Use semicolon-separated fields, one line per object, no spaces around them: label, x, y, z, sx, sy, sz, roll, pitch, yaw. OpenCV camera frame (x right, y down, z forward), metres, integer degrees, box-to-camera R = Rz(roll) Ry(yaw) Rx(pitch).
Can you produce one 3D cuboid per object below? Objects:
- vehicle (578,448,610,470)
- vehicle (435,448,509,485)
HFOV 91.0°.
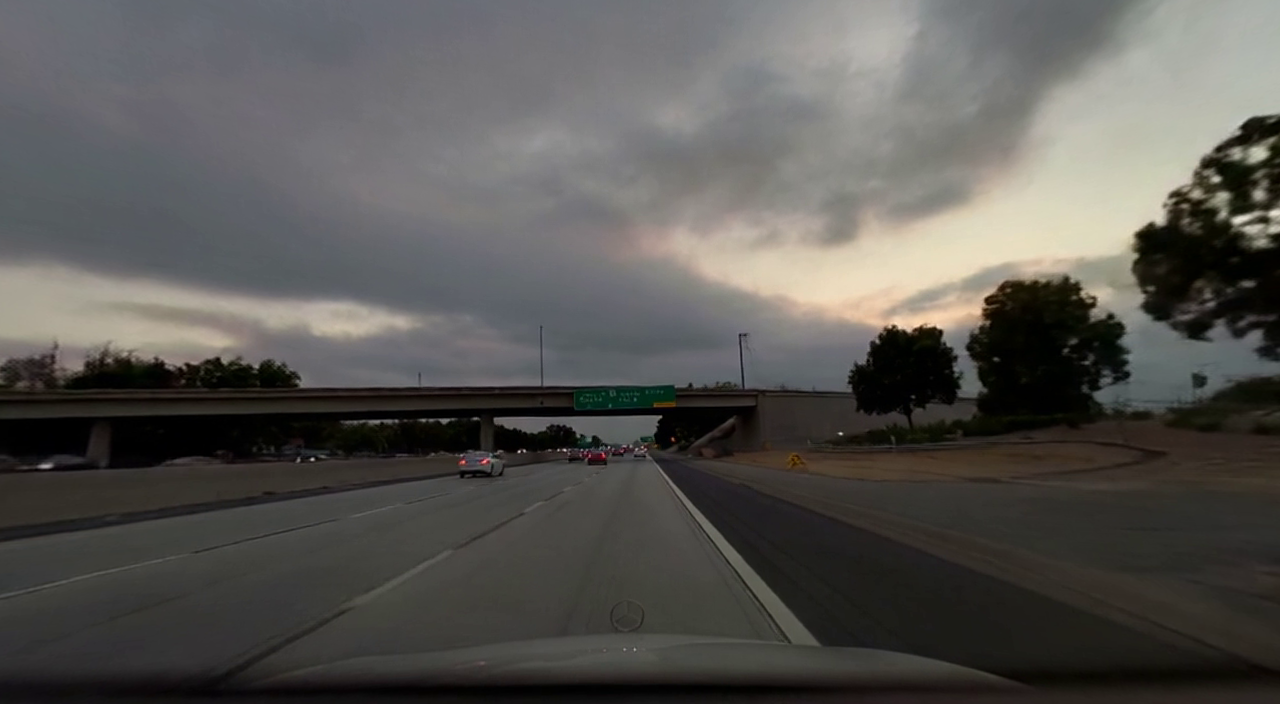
vehicle;-3.552;8.315;49.050;2.102;1.571;4.666;0;-9;0
vehicle;-7.475;5.138;28.551;2.002;1.507;4.631;0;-9;1
